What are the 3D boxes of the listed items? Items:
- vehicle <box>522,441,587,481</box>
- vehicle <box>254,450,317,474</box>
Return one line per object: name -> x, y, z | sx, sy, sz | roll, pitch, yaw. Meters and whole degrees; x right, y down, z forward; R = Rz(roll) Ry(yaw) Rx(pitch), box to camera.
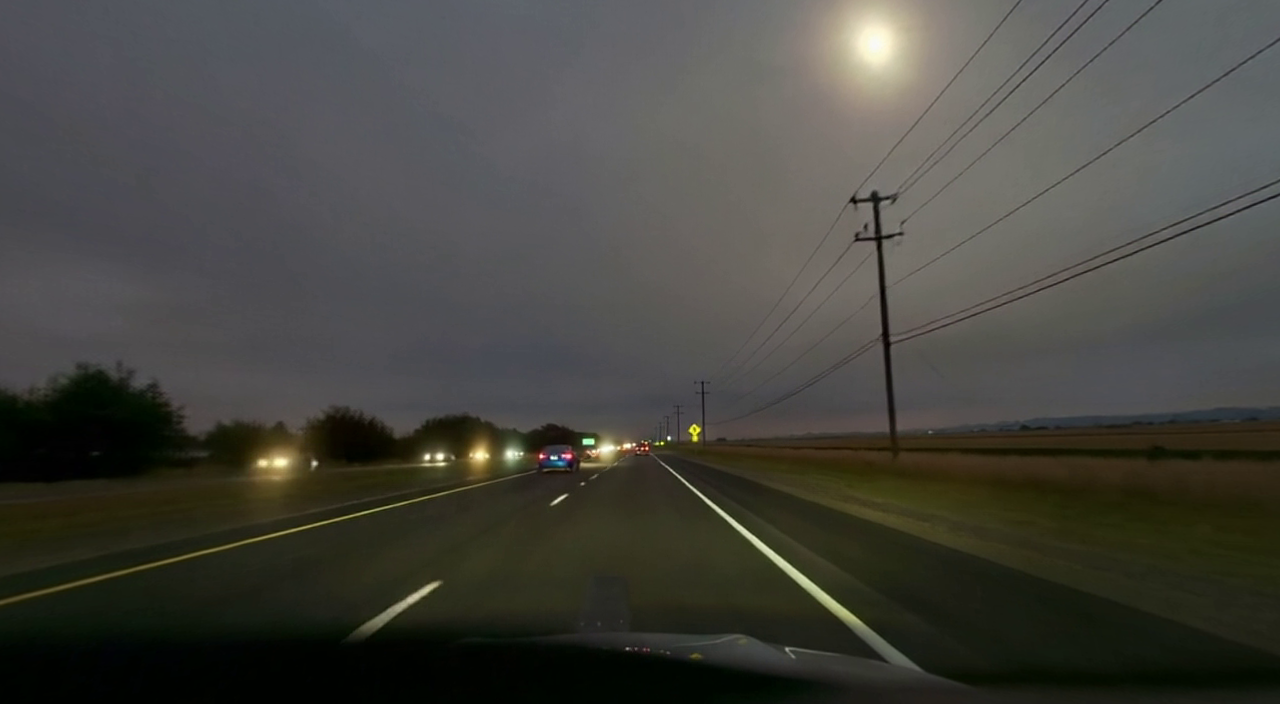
vehicle -> -3.673, 4.793, 27.924 | 2.120, 1.597, 4.810 | 0, -9, 1
vehicle -> -25.539, 7.919, 45.544 | 1.881, 1.584, 4.456 | 0, -9, 0
